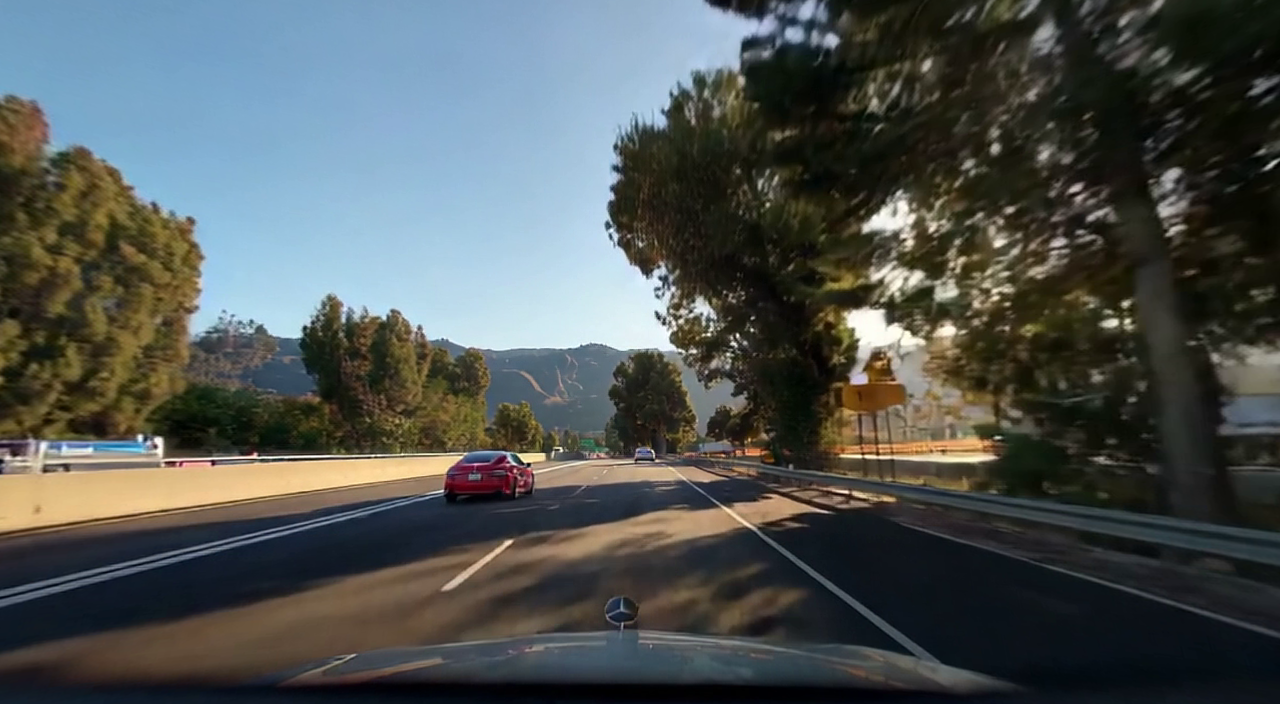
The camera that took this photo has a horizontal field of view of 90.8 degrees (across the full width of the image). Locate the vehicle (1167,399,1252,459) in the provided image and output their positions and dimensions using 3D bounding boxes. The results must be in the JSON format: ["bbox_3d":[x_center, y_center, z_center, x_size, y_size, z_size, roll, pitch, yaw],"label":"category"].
[{"bbox_3d":[38.074,5.247,41.915,12.517,3.468,2.964,8,-12,-43],"label":"vehicle"}]

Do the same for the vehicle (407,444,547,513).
[{"bbox_3d":[-3.840,3.072,15.875,2.170,1.451,4.584,0,-9,2],"label":"vehicle"}]

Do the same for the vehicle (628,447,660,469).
[{"bbox_3d":[0.259,7.191,42.958,2.079,1.450,3.942,0,-9,0],"label":"vehicle"}]

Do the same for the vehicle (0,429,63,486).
[{"bbox_3d":[-48.530,8.054,47.825,2.886,4.111,6.848,-3,-8,1],"label":"vehicle"}]

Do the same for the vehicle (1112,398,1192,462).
[{"bbox_3d":[38.408,5.664,47.031,2.804,4.067,14.345,-12,-12,43],"label":"vehicle"}]
